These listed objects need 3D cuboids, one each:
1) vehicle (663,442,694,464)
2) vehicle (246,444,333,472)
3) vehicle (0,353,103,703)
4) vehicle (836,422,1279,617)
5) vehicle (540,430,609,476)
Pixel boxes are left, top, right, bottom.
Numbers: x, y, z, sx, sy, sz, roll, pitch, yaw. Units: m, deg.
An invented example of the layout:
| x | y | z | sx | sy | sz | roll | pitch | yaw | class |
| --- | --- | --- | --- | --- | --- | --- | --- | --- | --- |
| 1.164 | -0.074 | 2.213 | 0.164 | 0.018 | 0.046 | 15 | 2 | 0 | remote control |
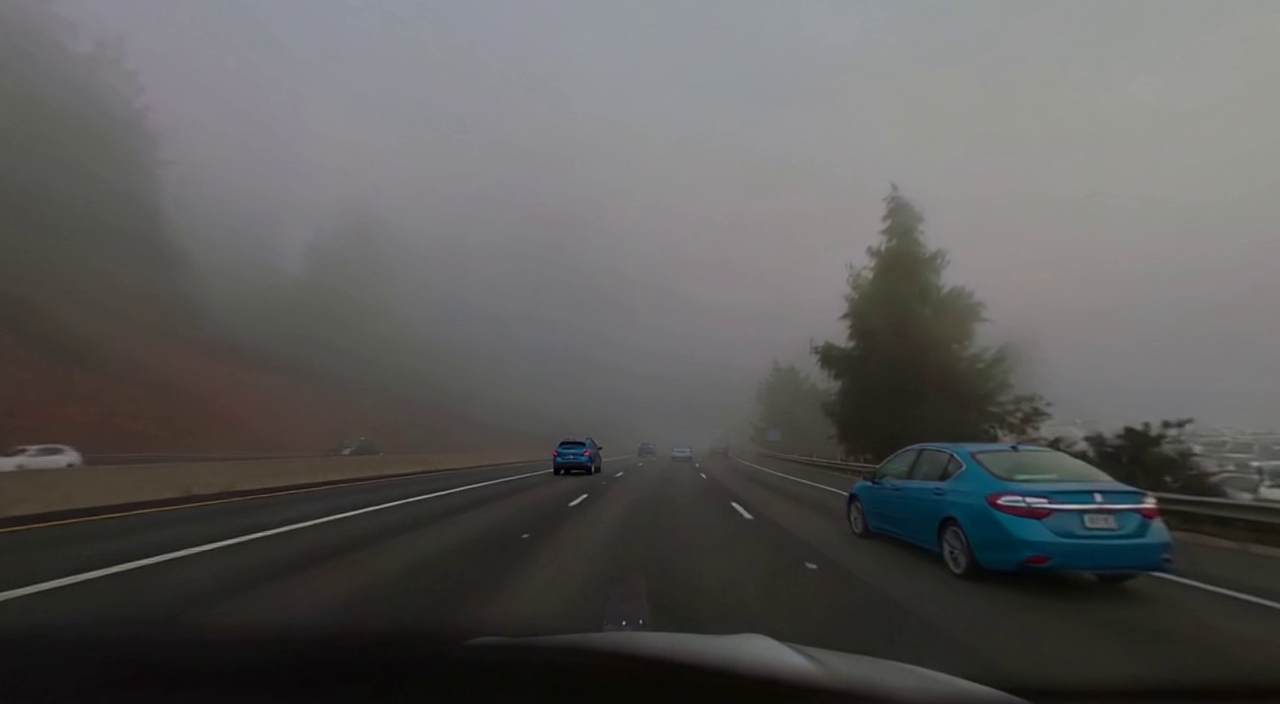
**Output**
| x | y | z | sx | sy | sz | roll | pitch | yaw | class |
| --- | --- | --- | --- | --- | --- | --- | --- | --- | --- |
| 2.789 | 7.188 | 45.048 | 2.158 | 1.458 | 3.656 | -1 | -9 | 5 | vehicle |
| -19.697 | 5.952 | 35.721 | 1.868 | 1.469 | 4.771 | -1 | -9 | 5 | vehicle |
| -3.959 | 0.575 | 0.848 | 2.192 | 1.716 | 4.748 | 0 | -9 | 1 | vehicle |
| 4.011 | 1.639 | 7.186 | 2.131 | 1.497 | 4.456 | 0 | -9 | 0 | vehicle |
| -2.711 | 4.368 | 27.458 | 2.185 | 1.823 | 4.854 | -1 | -9 | 4 | vehicle |
